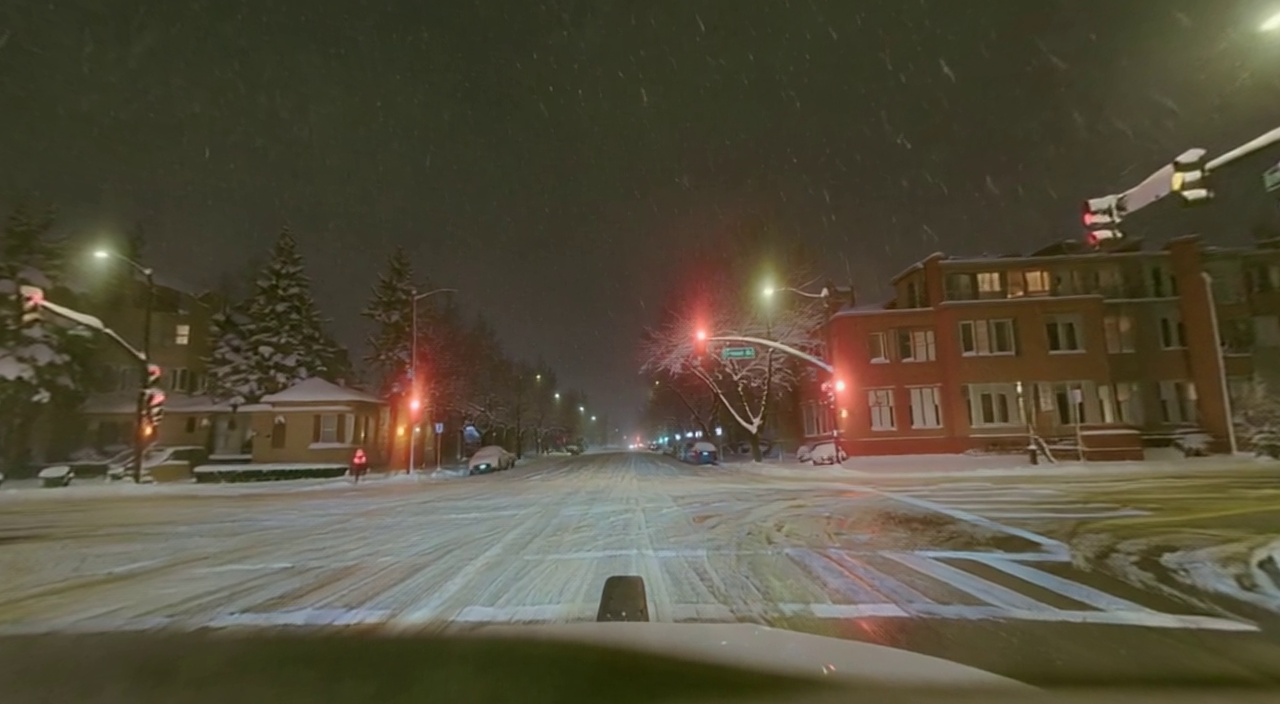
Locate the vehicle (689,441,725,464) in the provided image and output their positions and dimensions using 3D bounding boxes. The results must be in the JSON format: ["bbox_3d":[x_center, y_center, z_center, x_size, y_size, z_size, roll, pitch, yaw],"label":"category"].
[{"bbox_3d":[4.517,6.801,42.782,1.987,1.466,4.389,0,-8,0],"label":"vehicle"}]
